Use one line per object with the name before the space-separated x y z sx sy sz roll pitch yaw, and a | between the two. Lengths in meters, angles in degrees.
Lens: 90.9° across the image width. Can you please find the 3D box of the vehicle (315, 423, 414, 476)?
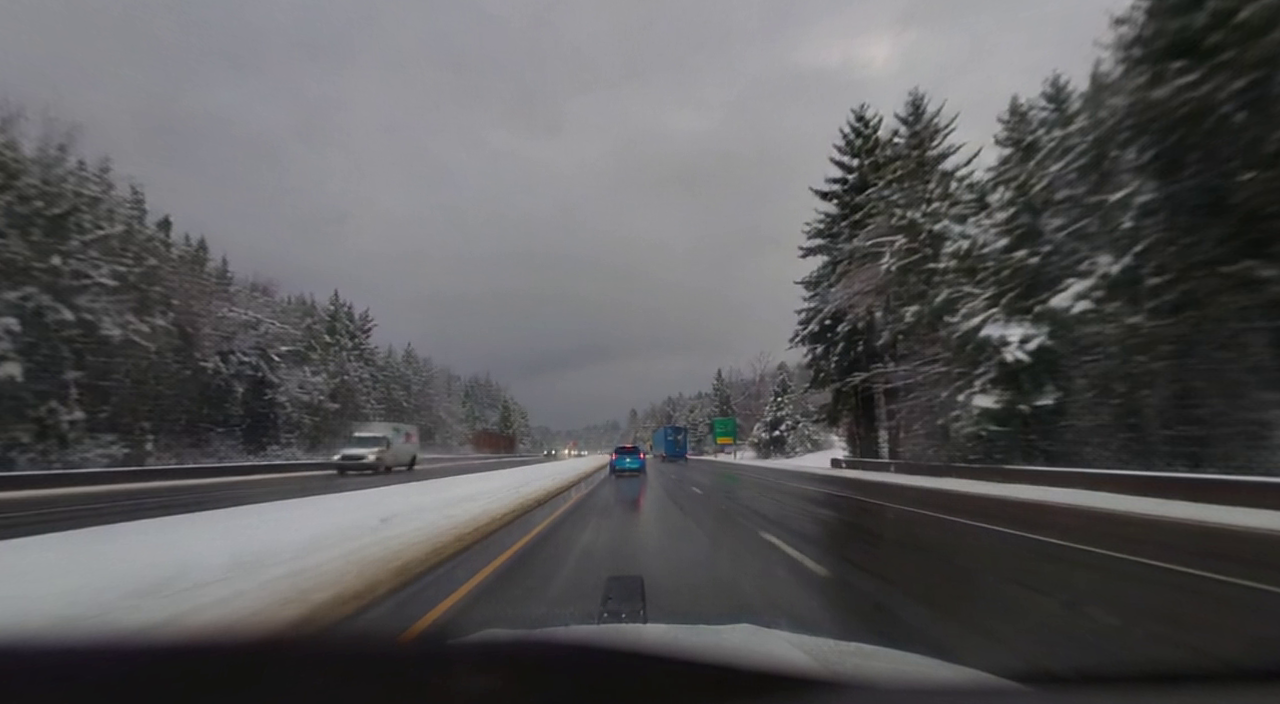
vehicle | -12.980 4.691 30.239 2.298 2.264 5.462 0 -9 -1

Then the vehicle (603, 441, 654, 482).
vehicle | -0.527 4.993 28.883 2.190 1.706 4.062 0 -9 -1
